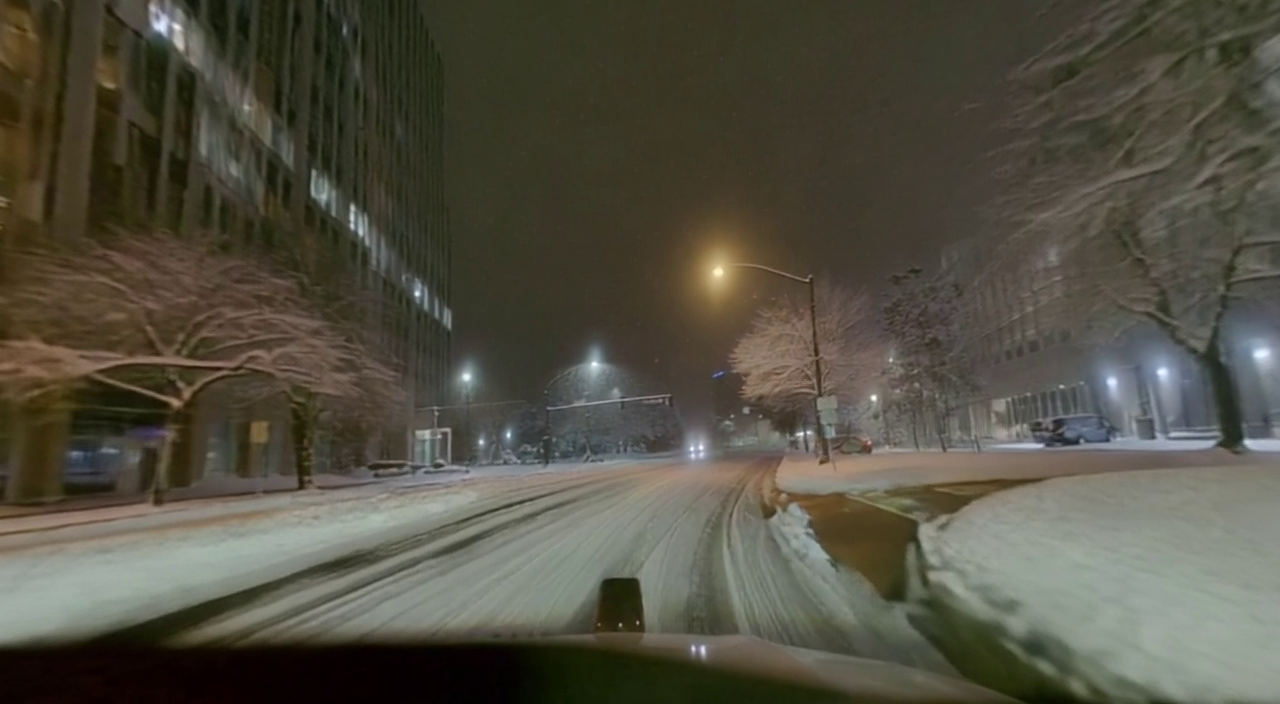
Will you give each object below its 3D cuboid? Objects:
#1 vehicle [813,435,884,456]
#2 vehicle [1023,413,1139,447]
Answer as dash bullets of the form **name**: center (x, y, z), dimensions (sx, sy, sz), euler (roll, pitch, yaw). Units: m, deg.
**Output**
- **vehicle**: center (14.005, 6.276, 42.476), dimensions (4.218, 1.385, 1.830), euler (3, -9, -19)
- **vehicle**: center (24.159, 4.340, 34.709), dimensions (4.871, 1.757, 2.014), euler (-8, -11, 42)
